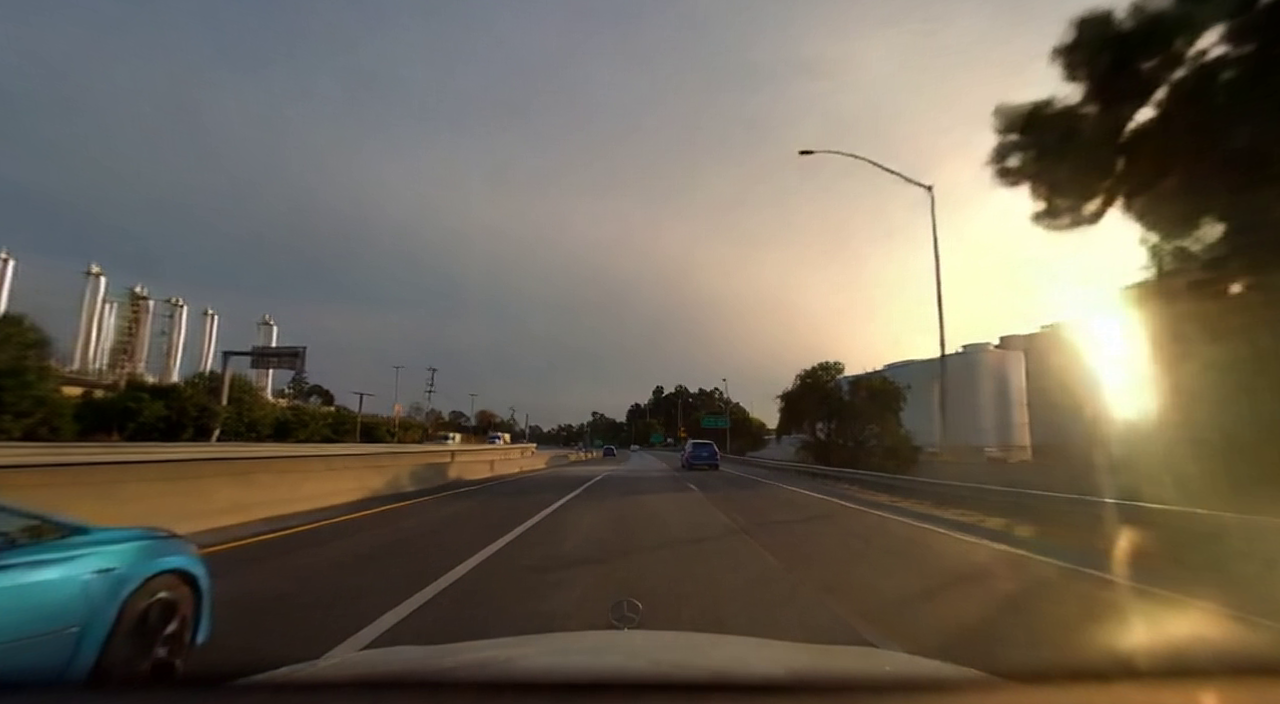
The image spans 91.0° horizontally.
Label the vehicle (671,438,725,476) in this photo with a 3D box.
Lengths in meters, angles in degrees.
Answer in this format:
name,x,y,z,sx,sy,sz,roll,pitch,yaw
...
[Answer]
name,x,y,z,sx,sy,sz,roll,pitch,yaw
vehicle,2.931,5.462,33.028,2.296,1.790,5.067,0,-9,-1
